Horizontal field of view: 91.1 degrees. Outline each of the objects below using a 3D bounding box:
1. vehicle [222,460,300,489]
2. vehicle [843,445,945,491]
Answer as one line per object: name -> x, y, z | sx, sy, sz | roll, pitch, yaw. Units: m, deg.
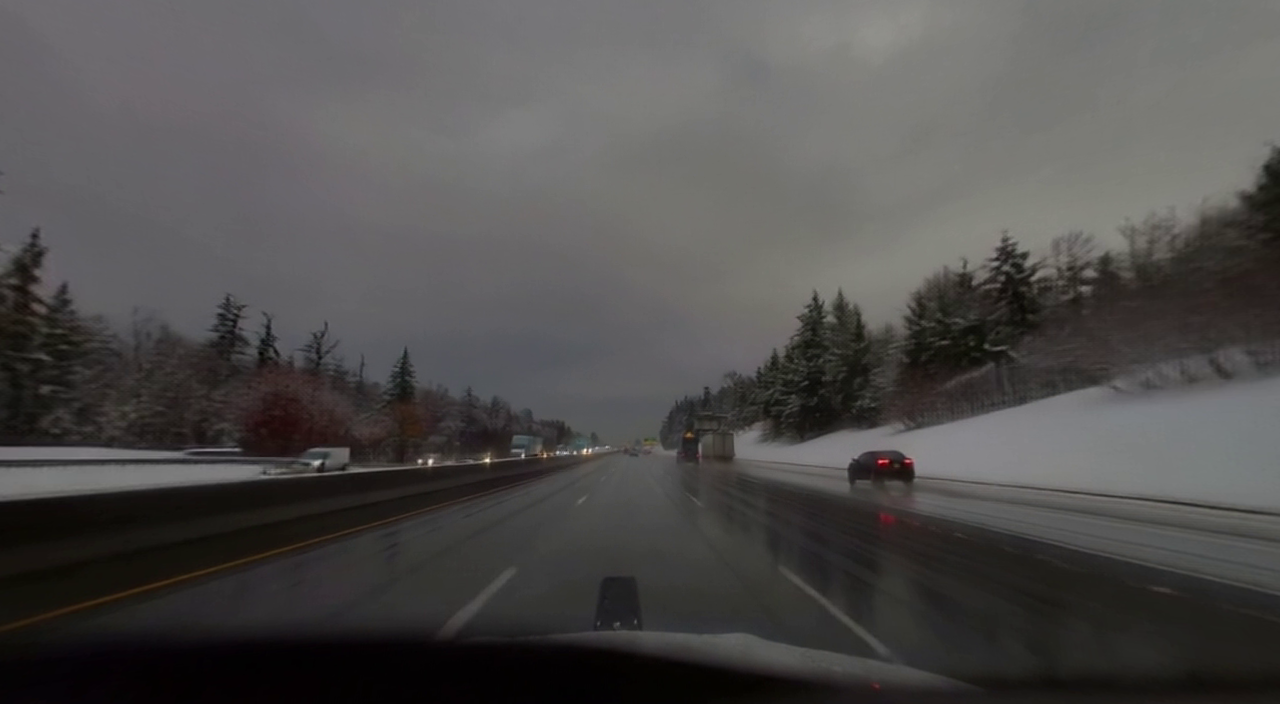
vehicle -> -21.796, 7.016, 36.379 | 1.843, 1.460, 4.668 | 0, -9, -3
vehicle -> 9.792, 4.487, 24.730 | 1.950, 1.632, 4.845 | 0, -9, 0
